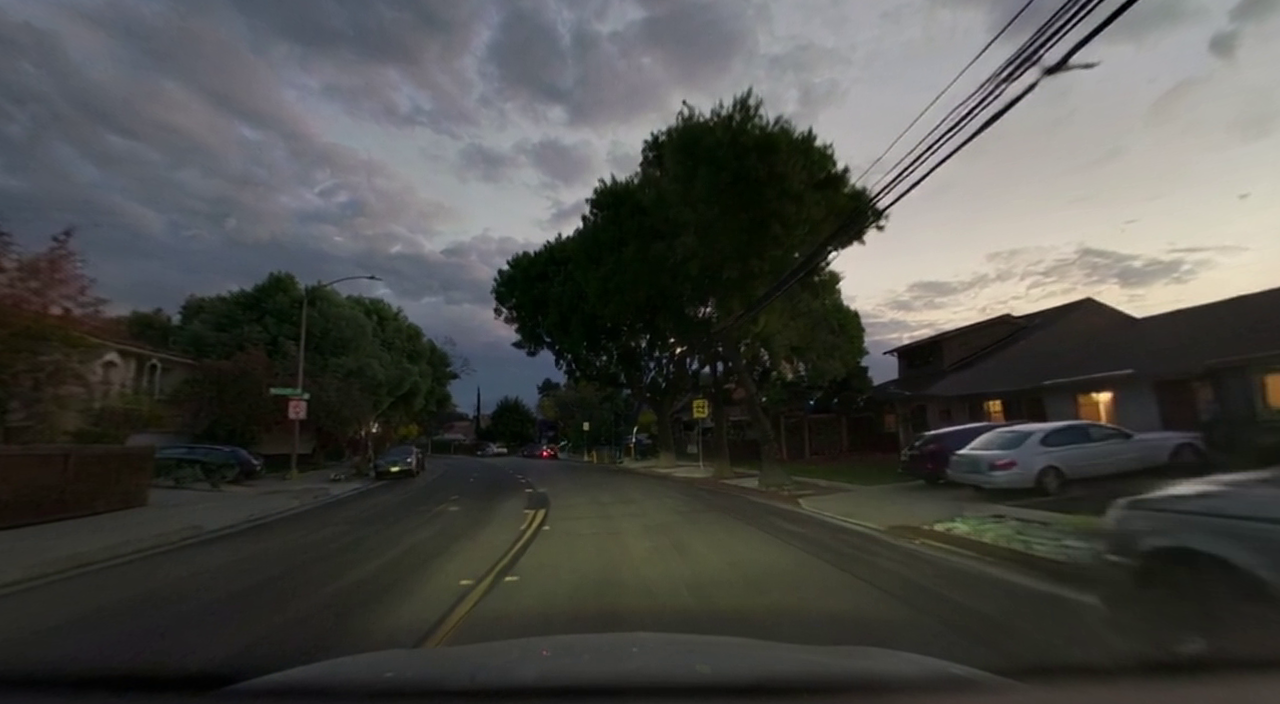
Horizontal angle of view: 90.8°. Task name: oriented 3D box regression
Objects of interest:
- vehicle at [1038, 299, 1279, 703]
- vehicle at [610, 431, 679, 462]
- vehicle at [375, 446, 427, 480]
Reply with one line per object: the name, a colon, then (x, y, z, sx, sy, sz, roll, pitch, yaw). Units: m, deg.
vehicle: (3.797, 0.642, 1.698, 2.214, 1.962, 4.733, 0, -8, -2)
vehicle: (0.331, 7.215, 48.399, 5.011, 1.782, 2.115, -5, -6, 0)
vehicle: (-11.455, 5.312, 30.552, 1.902, 1.434, 4.313, 1, -8, -15)
